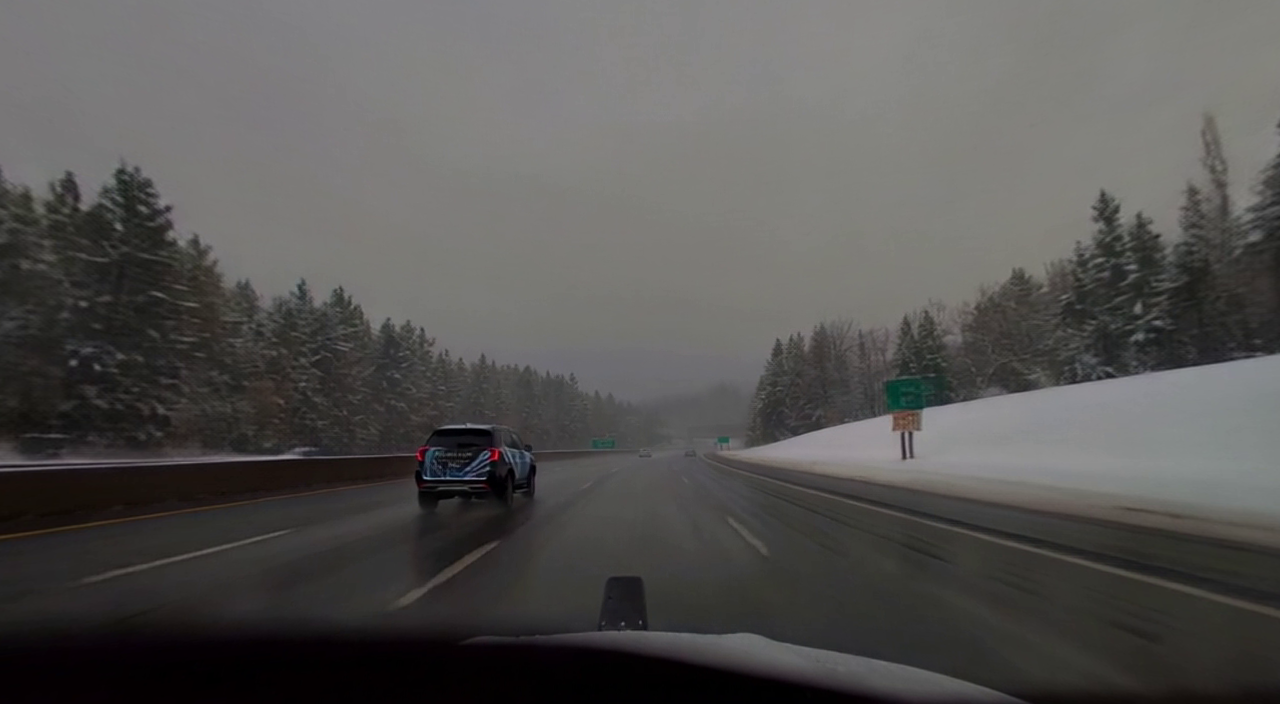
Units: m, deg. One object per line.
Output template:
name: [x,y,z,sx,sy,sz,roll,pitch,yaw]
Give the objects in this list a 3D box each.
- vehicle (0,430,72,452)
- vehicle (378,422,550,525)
vehicle: [-44.540,6.517,45.919,1.834,1.497,4.697,0,-8,3]
vehicle: [-3.461,2.500,13.559,2.183,1.803,4.685,0,-8,2]
